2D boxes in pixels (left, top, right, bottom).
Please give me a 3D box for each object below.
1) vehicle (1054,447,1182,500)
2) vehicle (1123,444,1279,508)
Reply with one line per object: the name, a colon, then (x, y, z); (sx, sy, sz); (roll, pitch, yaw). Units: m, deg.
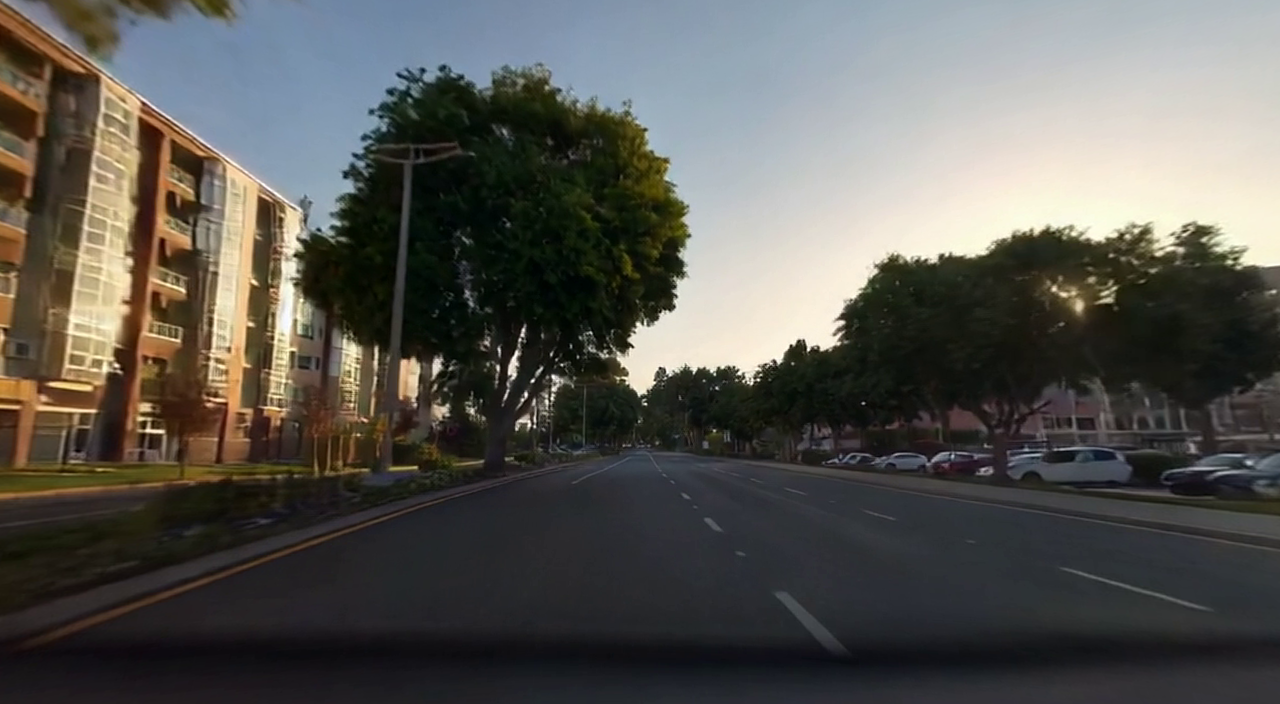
vehicle: (16.676, 4.137, 22.004); (4.375, 1.652, 1.983); (5, -10, -32)
vehicle: (17.170, 3.679, 19.192); (4.669, 1.676, 2.192); (5, -11, -30)
